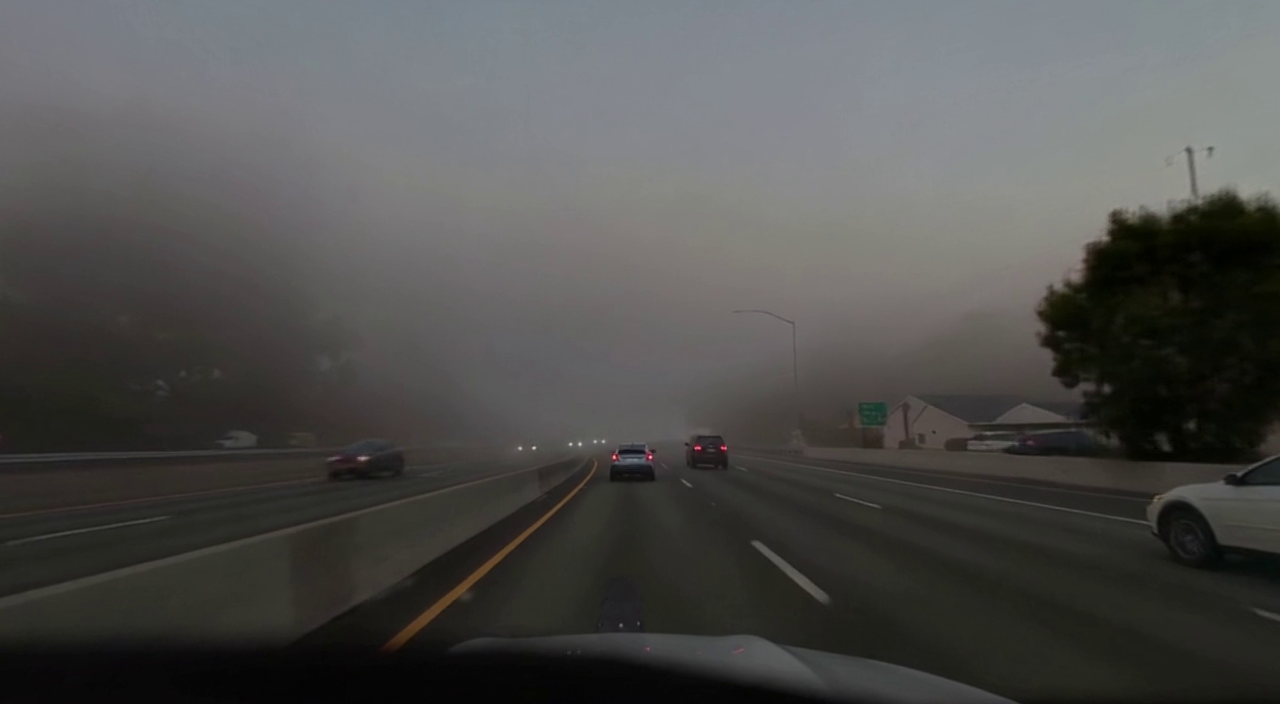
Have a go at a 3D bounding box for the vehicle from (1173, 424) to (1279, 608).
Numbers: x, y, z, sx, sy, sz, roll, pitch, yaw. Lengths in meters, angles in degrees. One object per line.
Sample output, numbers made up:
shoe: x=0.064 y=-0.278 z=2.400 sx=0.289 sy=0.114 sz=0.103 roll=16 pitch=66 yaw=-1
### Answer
vehicle: x=6.389 y=1.106 z=3.669 sx=2.434 sy=1.467 sz=4.726 roll=0 pitch=-8 yaw=-1

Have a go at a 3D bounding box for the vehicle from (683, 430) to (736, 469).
vehicle: x=3.536 y=5.066 z=32.958 sx=2.186 sy=1.842 sz=4.553 roll=0 pitch=-8 yaw=-1

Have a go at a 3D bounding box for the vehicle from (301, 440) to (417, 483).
vehicle: x=-11.011 y=4.314 z=25.239 sx=2.393 sy=1.522 sz=4.808 roll=0 pitch=-8 yaw=0

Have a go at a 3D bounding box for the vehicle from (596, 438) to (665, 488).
vehicle: x=-0.255 y=3.572 z=20.565 sx=2.040 sy=1.451 sz=3.736 roll=0 pitch=-8 yaw=0
